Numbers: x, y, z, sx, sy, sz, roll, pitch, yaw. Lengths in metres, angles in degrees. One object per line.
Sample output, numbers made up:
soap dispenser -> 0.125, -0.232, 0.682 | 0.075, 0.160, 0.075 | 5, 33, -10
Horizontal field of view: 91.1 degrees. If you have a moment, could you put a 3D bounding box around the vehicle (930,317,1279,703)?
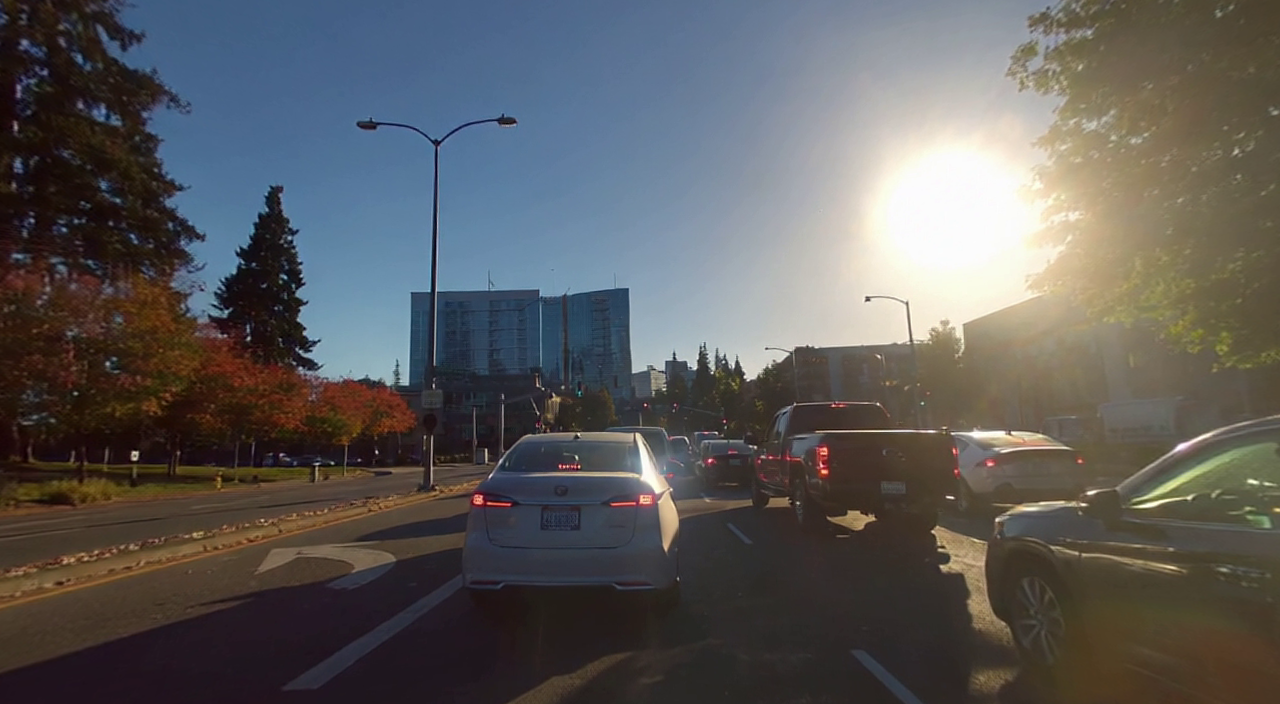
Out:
vehicle -> 3.161, 0.774, 2.234 | 2.024, 1.723, 4.714 | 0, -9, 1

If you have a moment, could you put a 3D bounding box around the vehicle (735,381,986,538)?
vehicle -> 3.529, 1.936, 11.775 | 2.497, 2.186, 5.890 | 0, -9, 0

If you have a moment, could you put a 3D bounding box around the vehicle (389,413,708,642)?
vehicle -> -0.576, 1.514, 6.468 | 2.172, 1.536, 4.250 | 0, -9, 1
